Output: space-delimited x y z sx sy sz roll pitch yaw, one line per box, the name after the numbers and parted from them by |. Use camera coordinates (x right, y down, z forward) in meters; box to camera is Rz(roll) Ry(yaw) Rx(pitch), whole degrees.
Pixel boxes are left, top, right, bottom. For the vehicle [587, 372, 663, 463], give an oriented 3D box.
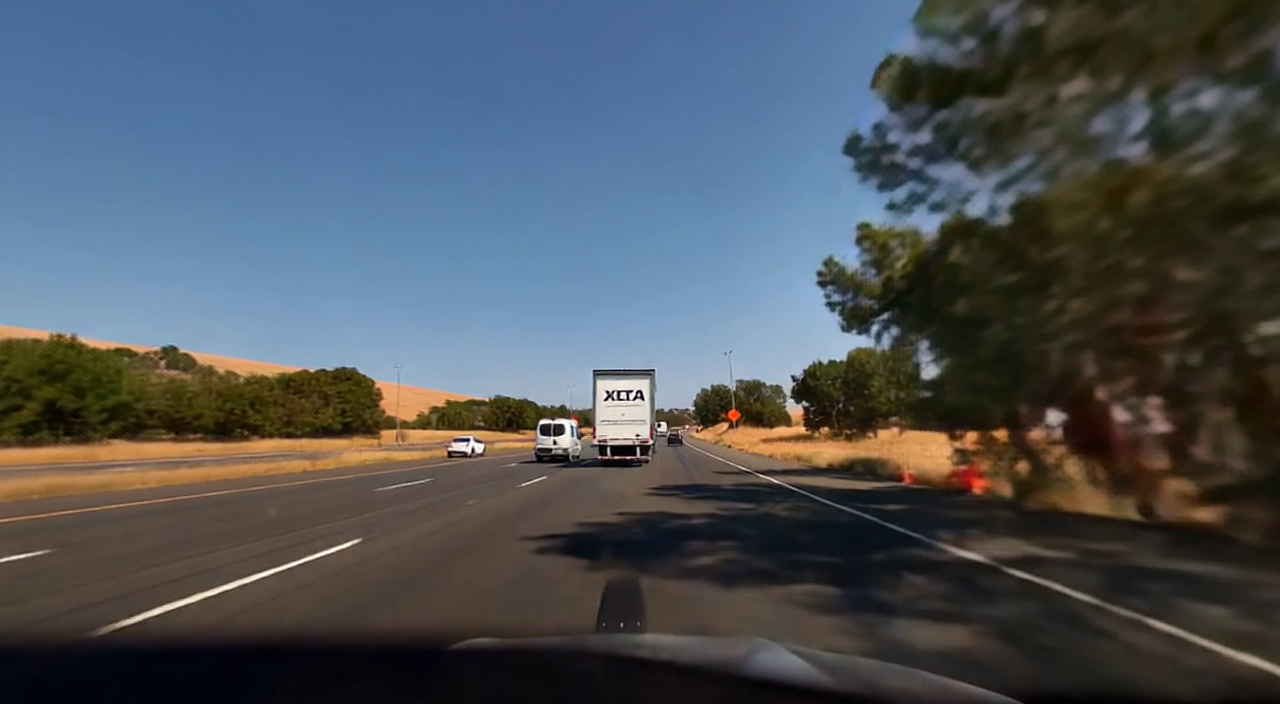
-0.474 3.648 32.494 3.183 4.011 9.617 0 -9 3 | vehicle

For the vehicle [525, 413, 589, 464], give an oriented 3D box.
-4.574 4.946 35.825 2.469 2.615 5.874 0 -8 3 | vehicle

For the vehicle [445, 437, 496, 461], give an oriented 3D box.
-11.060 6.363 41.447 1.901 1.487 4.622 0 -8 3 | vehicle
